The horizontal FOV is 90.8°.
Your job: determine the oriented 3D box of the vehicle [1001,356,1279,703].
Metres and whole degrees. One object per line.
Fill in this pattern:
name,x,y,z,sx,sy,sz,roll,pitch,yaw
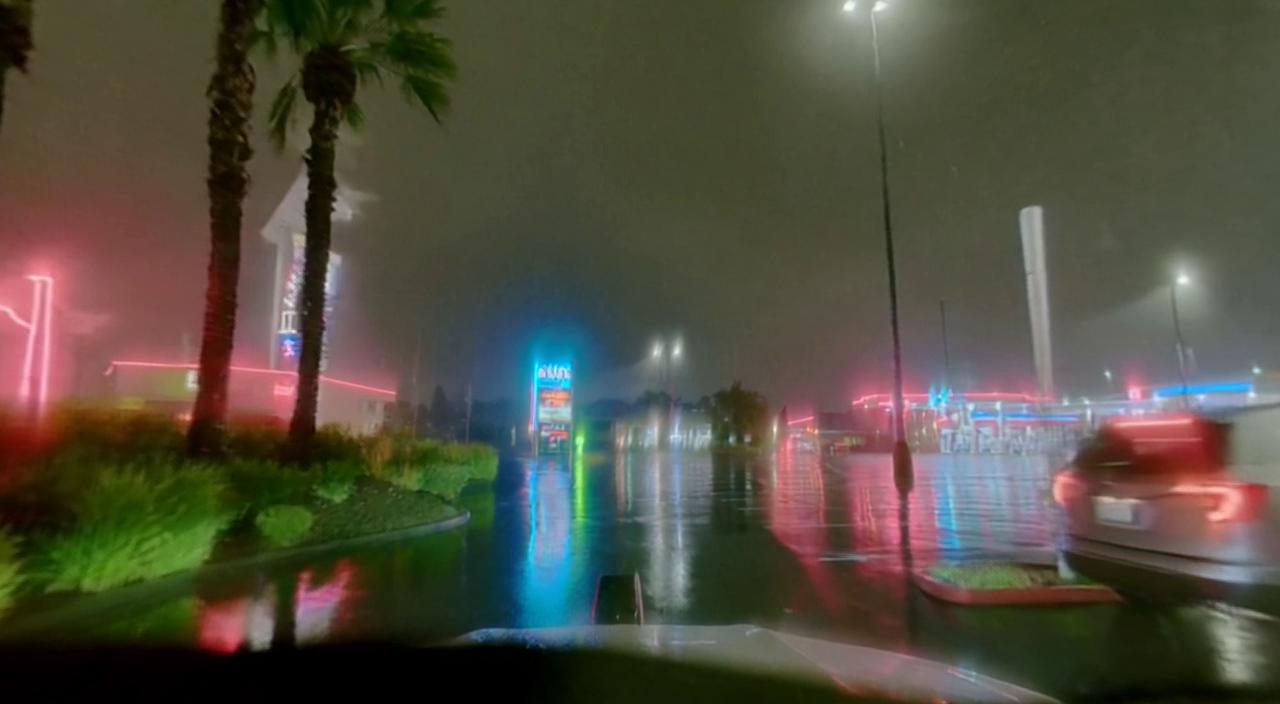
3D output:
vehicle,5.421,1.105,4.350,4.560,1.818,2.148,1,-8,-4
